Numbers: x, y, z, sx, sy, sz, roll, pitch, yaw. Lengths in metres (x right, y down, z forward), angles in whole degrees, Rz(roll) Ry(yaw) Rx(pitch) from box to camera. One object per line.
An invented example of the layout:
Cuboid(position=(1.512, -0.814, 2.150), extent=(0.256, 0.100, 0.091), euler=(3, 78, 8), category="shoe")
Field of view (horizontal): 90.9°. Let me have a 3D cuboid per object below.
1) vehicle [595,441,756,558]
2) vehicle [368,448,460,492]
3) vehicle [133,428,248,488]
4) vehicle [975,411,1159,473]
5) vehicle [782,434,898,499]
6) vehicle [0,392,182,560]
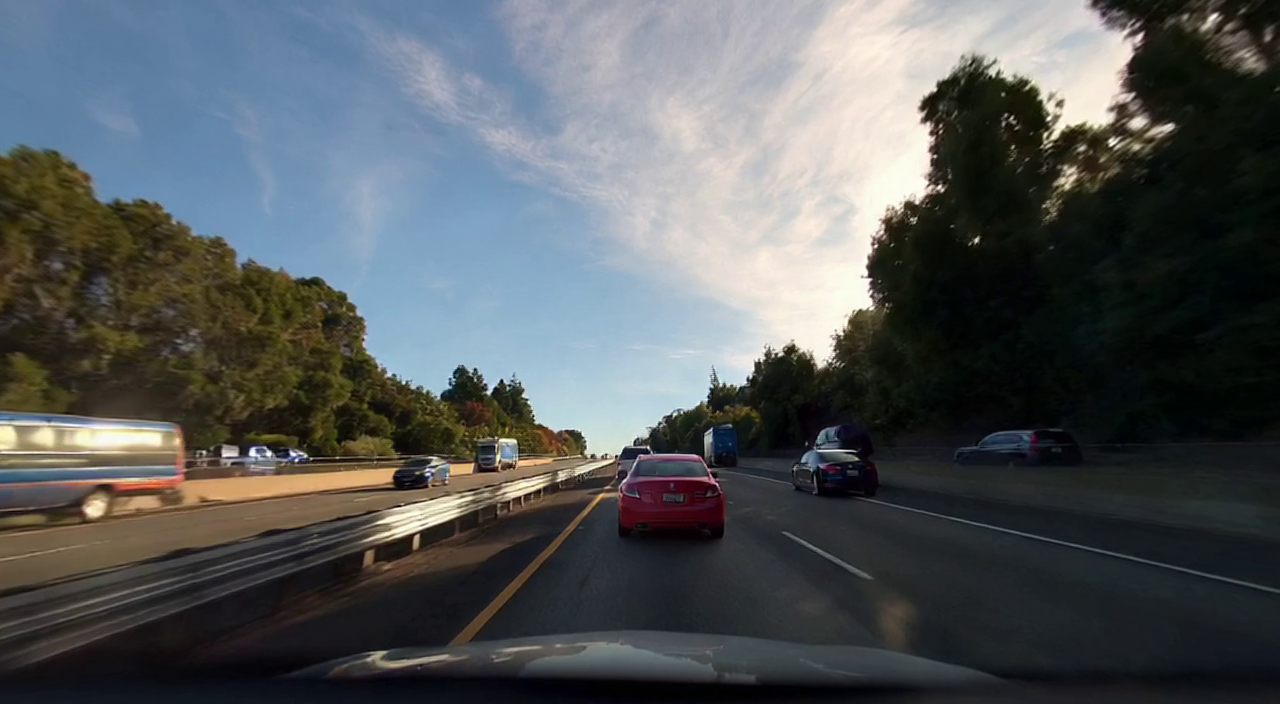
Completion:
Cuboid(position=(0.463, 2.215, 10.117), extent=(2.076, 1.485, 3.774), euler=(0, -9, 0), category="vehicle")
Cuboid(position=(-8.459, 4.448, 24.059), extent=(1.834, 1.485, 4.269), euler=(-1, -9, 1), category="vehicle")
Cuboid(position=(-33.507, 7.896, 47.449), extent=(2.902, 3.981, 7.819), euler=(-3, -8, 0), category="vehicle")
Cuboid(position=(31.547, 6.967, 48.093), extent=(2.822, 3.996, 14.073), euler=(1, -9, -7), category="vehicle")
Cuboid(position=(6.265, 3.662, 20.418), extent=(2.177, 1.827, 4.565), euler=(0, -9, -1), category="vehicle")
Cuboid(position=(-12.749, 2.123, 10.653), extent=(2.861, 2.937, 9.492), euler=(0, -9, 0), category="vehicle")
